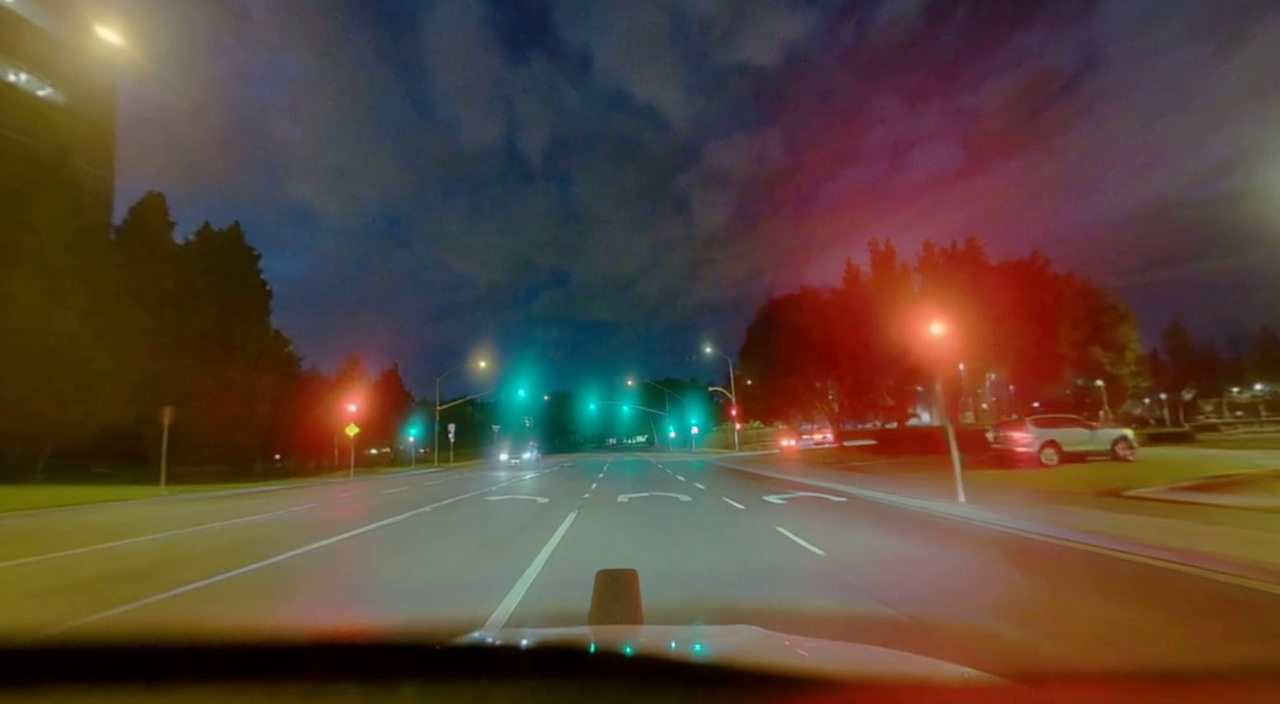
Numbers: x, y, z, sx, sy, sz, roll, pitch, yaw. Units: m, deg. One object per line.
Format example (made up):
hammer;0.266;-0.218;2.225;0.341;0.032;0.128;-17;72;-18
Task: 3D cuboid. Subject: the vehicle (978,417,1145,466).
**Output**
vehicle;13.074;2.816;19.778;3.991;1.437;1.679;0;-9;-2

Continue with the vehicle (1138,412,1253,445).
vehicle;27.393;3.846;31.408;1.805;1.466;4.236;1;-9;0
